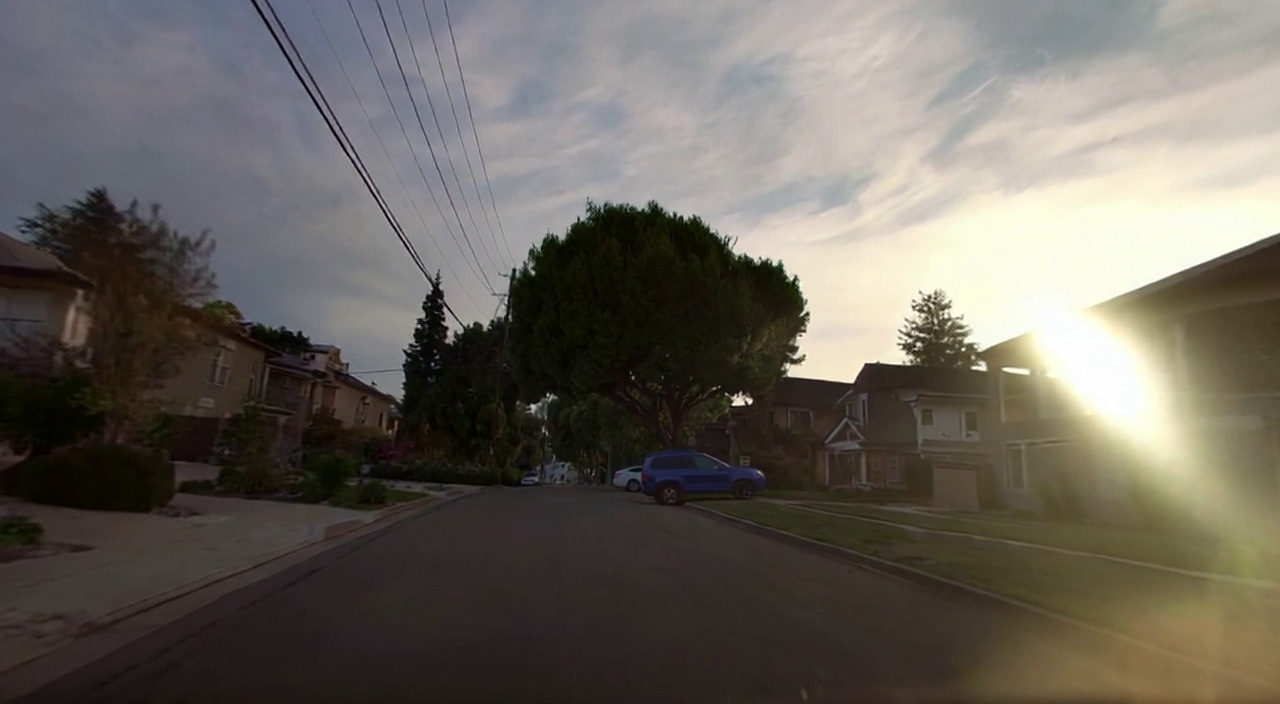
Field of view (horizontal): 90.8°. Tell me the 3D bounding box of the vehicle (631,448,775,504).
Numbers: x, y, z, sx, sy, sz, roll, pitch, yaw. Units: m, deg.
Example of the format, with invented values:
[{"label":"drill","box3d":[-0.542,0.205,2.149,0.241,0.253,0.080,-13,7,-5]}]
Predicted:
[{"label":"vehicle","box3d":[2.029,4.089,21.119,4.413,1.728,1.869,2,-9,-10]}]
